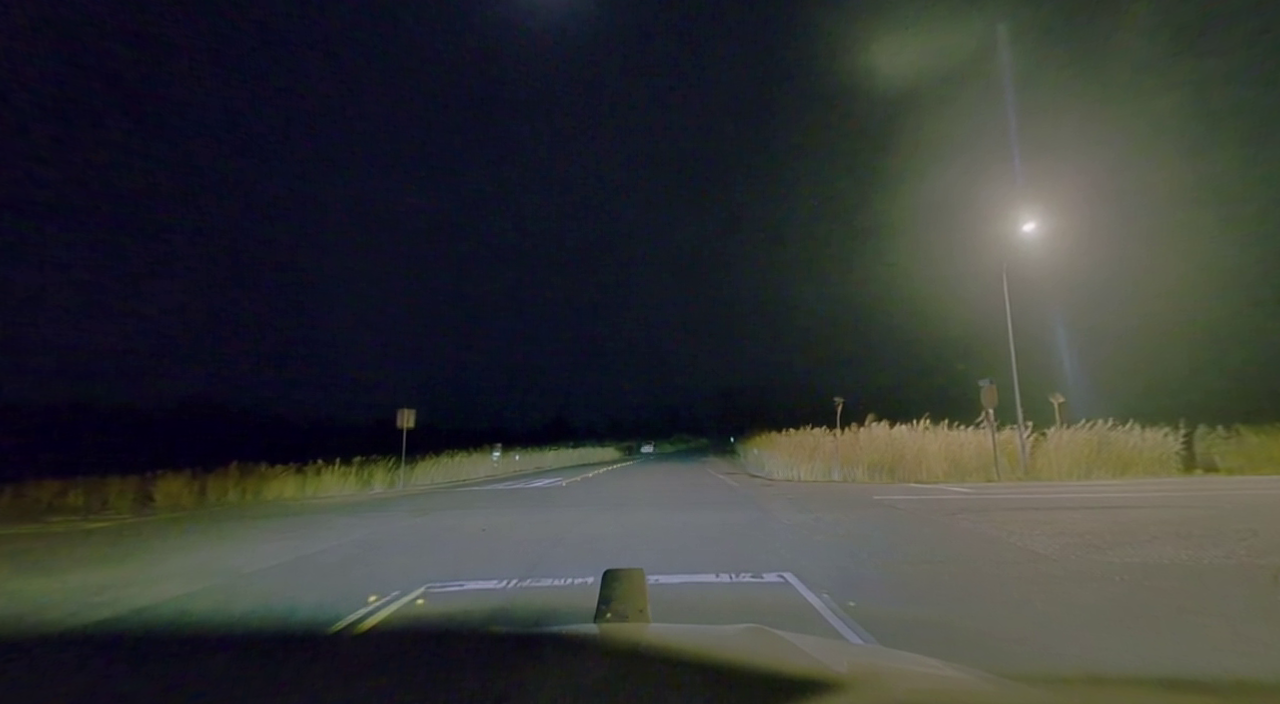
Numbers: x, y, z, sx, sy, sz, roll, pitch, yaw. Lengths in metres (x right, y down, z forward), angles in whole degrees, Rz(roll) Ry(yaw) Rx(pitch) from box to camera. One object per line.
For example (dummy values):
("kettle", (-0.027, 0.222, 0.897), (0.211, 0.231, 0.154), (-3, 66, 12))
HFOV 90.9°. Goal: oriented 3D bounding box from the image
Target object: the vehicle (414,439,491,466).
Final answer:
("vehicle", (-12.668, 6.810, 42.766), (4.590, 1.735, 1.973), (-1, -8, 3))
